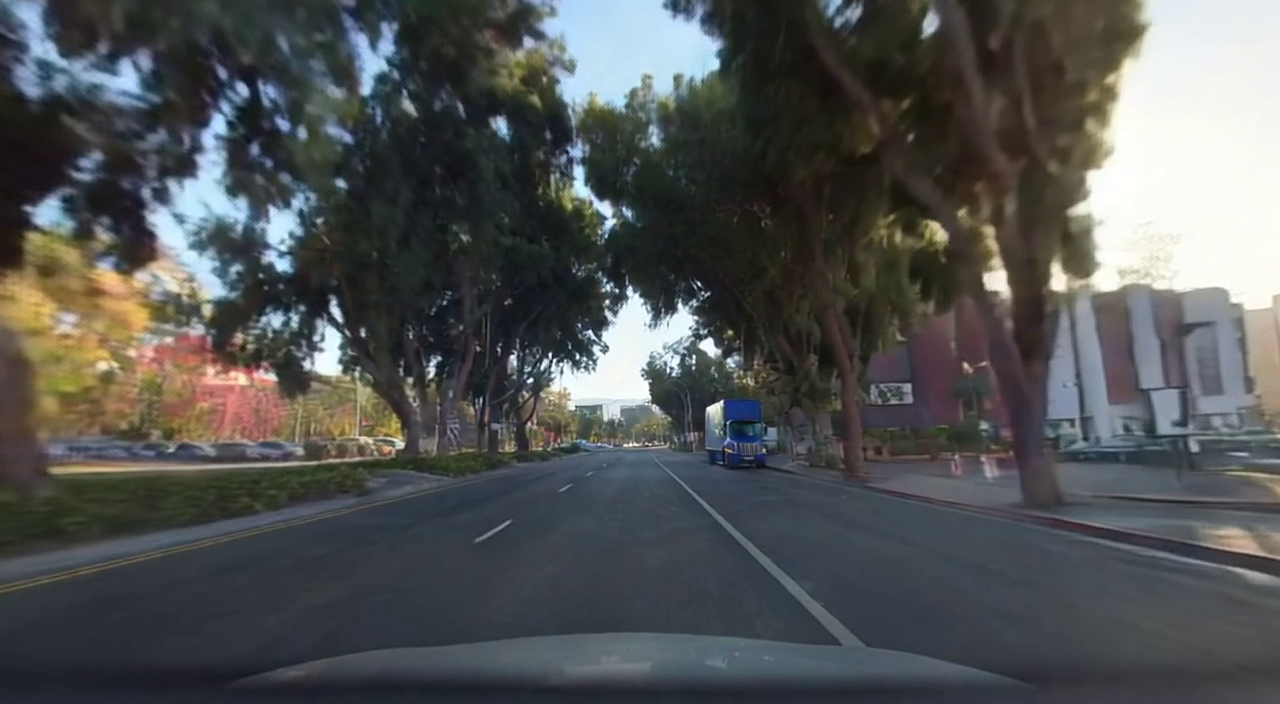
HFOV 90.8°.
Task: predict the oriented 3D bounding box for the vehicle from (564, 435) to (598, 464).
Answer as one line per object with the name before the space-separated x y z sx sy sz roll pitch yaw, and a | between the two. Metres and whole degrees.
vehicle | -4.491 7.514 48.918 2.270 2.068 5.865 0 -9 -2

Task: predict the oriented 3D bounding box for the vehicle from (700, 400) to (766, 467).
vehicle | 6.101 5.625 43.091 2.981 4.106 8.794 0 -9 -1
